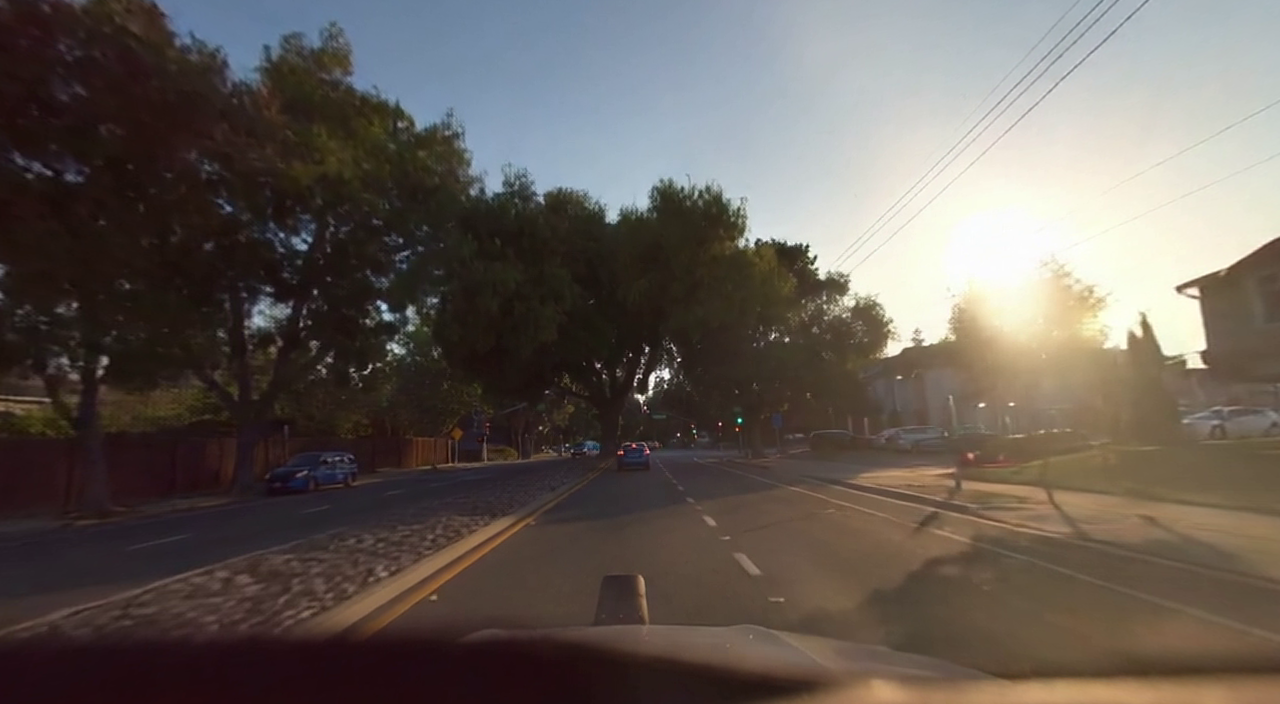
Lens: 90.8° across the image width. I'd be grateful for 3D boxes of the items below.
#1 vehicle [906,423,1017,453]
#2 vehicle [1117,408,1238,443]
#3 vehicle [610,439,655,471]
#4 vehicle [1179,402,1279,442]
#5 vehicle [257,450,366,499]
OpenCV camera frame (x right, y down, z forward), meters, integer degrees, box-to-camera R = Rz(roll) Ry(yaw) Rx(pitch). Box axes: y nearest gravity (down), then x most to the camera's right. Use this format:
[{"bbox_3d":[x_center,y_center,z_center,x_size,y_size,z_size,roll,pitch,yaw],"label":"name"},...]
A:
[{"bbox_3d":[16.740,4.520,33.054,4.658,1.495,1.978,0,-9,-1],"label":"vehicle"},{"bbox_3d":[28.277,3.912,33.337,4.532,1.545,1.940,-2,-9,-2],"label":"vehicle"},{"bbox_3d":[-0.350,5.127,31.602,2.104,1.462,3.991,0,-9,0],"label":"vehicle"},{"bbox_3d":[27.532,3.177,28.349,4.736,1.646,2.037,-1,-9,0],"label":"vehicle"},{"bbox_3d":[-13.008,4.835,25.411,1.957,1.754,4.393,-1,-9,1],"label":"vehicle"}]
